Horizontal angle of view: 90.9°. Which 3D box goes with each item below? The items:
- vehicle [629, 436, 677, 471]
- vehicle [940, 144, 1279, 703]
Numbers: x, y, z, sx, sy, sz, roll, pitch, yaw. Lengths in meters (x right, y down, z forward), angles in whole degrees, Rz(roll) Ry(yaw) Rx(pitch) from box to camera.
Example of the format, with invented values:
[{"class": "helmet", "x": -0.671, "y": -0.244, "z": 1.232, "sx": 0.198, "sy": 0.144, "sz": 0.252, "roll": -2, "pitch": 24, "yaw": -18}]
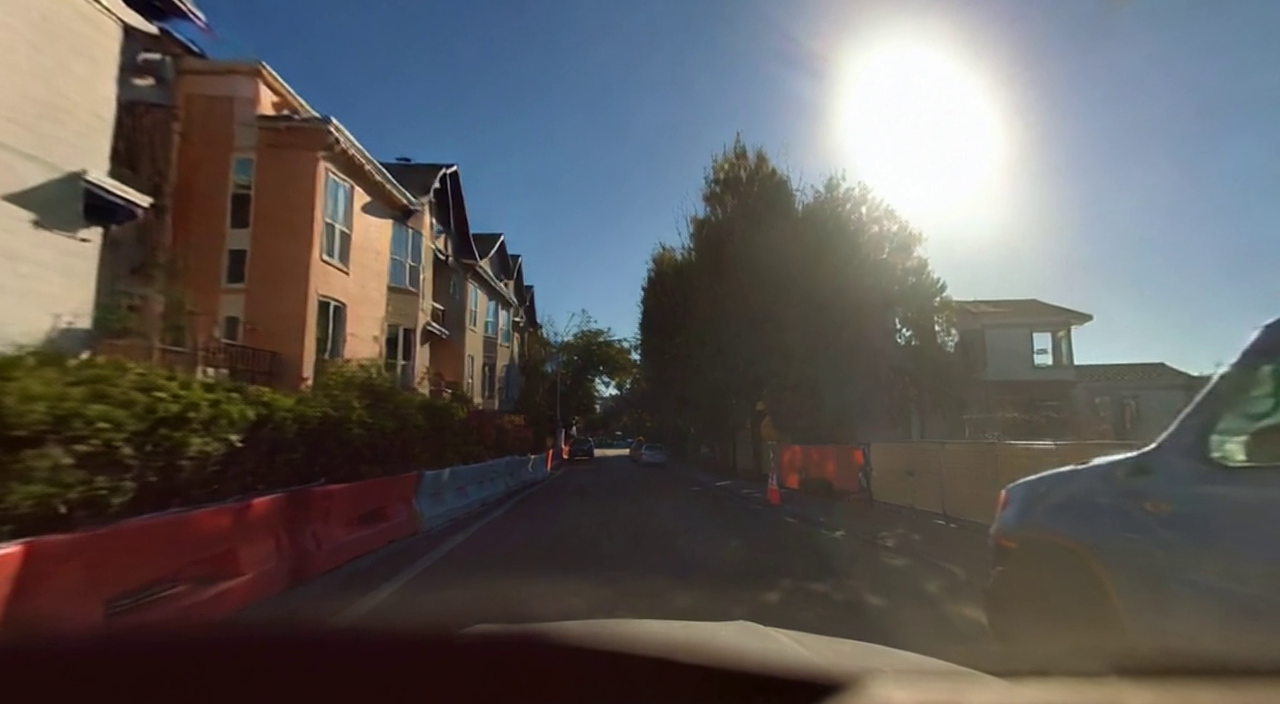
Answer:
[{"class": "vehicle", "x": 0.622, "y": 5.402, "z": 33.835, "sx": 2.066, "sy": 1.739, "sz": 4.234, "roll": 1, "pitch": -8, "yaw": -6}, {"class": "vehicle", "x": 3.336, "y": 0.699, "z": 3.575, "sx": 1.758, "sy": 2.572, "sz": 2.706, "roll": 8, "pitch": -13, "yaw": -6}]
